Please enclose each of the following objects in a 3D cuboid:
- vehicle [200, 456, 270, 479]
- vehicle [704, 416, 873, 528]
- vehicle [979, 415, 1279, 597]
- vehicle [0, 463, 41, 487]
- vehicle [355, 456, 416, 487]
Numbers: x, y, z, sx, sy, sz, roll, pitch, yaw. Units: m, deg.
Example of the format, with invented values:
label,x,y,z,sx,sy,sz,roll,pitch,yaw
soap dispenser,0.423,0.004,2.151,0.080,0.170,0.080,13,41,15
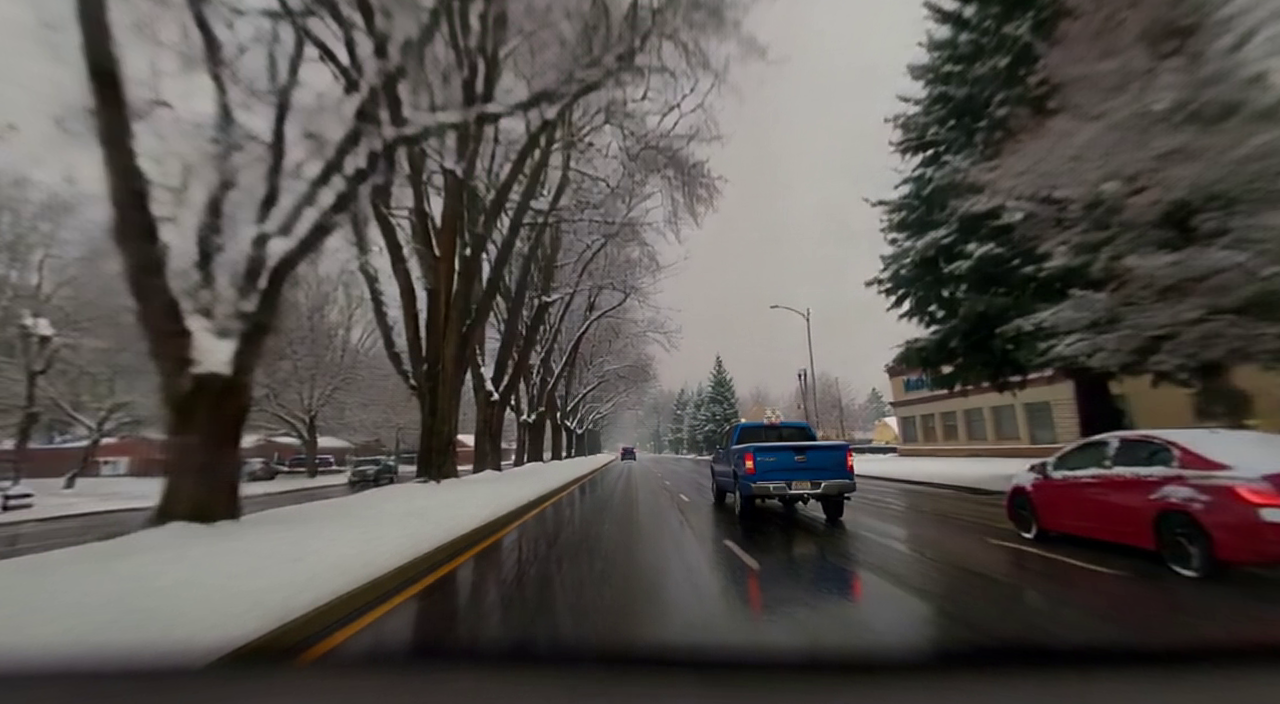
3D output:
label,x,y,z,sx,sy,sz,roll,pitch,yaw
vehicle,-30.020,8.581,46.861,3.749,1.600,2.011,0,-8,-2
vehicle,2.718,2.364,13.080,2.138,1.836,5.245,0,-8,-1
vehicle,6.394,1.689,7.817,1.993,1.604,4.260,0,-8,0
vehicle,-41.998,8.046,41.442,3.565,1.451,1.715,0,-9,0
vehicle,-14.006,6.586,35.031,1.835,1.487,4.201,0,-8,-3
